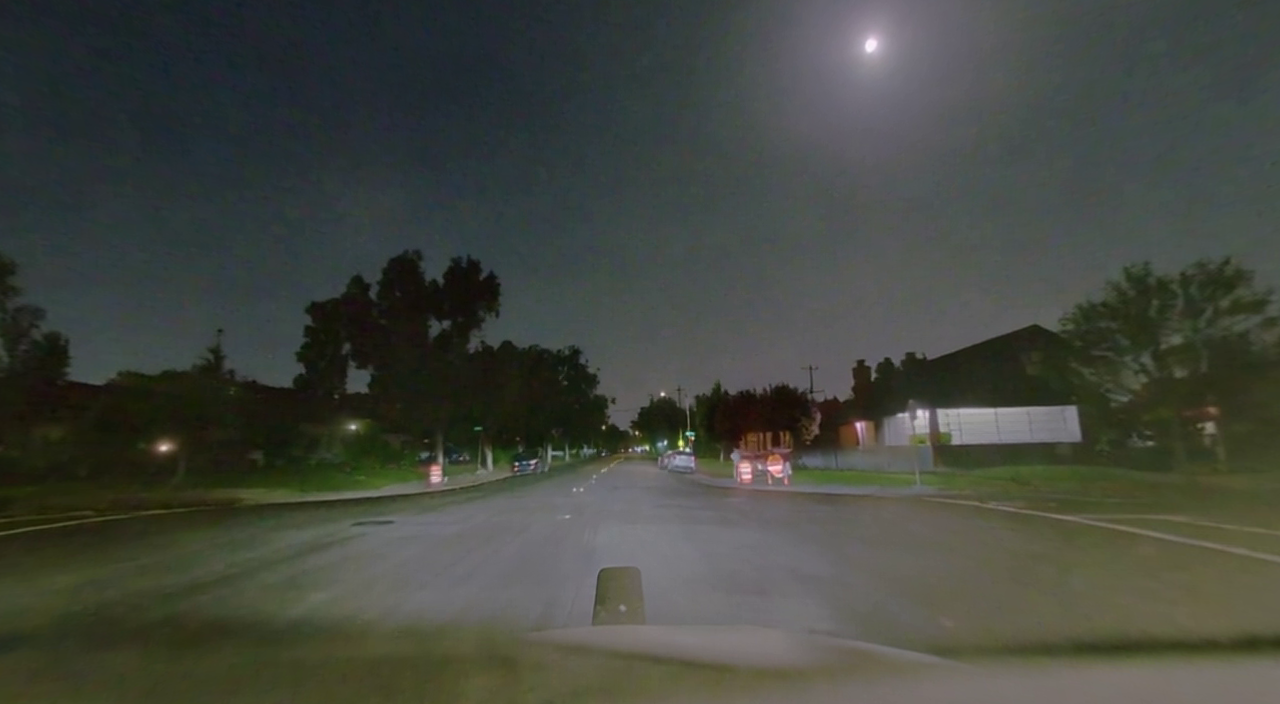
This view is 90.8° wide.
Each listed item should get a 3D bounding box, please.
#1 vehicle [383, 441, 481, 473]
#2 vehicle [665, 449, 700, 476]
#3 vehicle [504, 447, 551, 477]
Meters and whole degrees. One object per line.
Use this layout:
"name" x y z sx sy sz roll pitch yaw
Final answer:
"vehicle" -15.765 7.998 48.252 6.526 2.046 2.522 3 -9 -2
"vehicle" 2.689 7.147 41.050 1.896 1.602 4.571 0 -9 -1
"vehicle" -7.638 7.574 43.475 2.266 1.877 5.167 -1 -10 0
